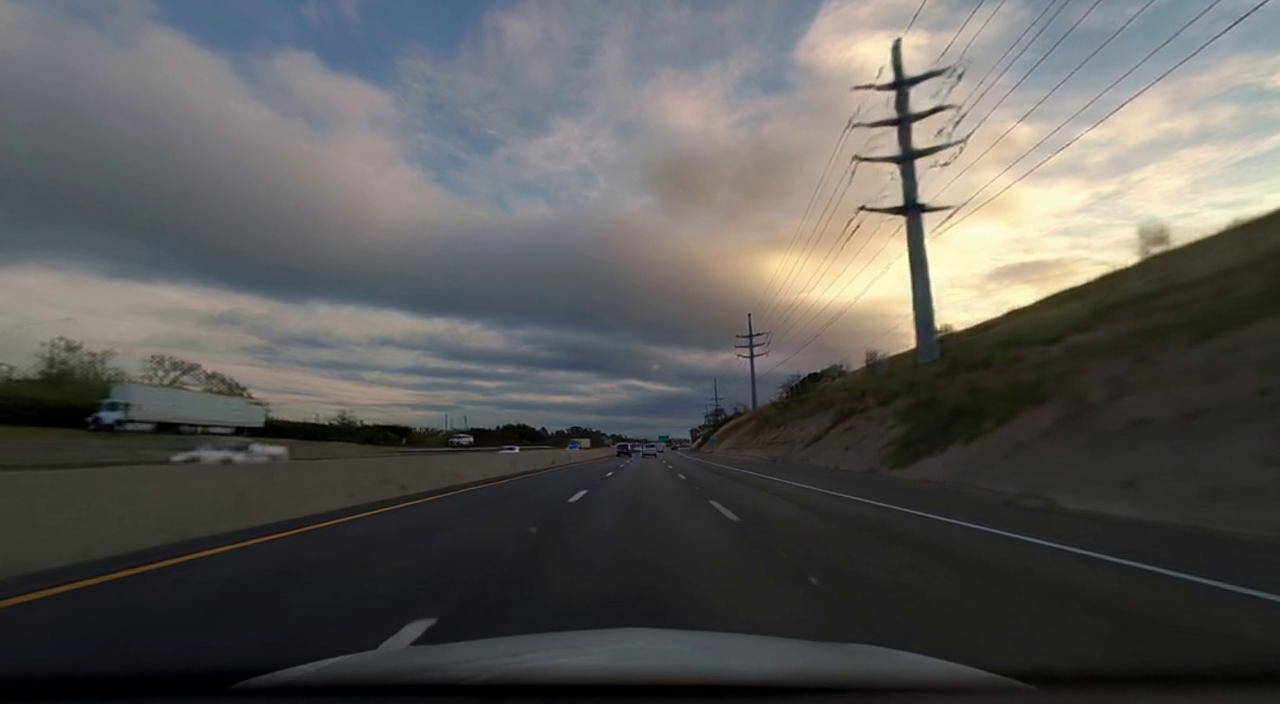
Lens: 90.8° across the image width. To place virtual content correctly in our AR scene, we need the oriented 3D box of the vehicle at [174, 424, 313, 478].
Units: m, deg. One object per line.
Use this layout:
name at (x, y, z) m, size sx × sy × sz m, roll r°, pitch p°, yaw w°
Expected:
vehicle at (-18.825, 4.769, 30.502) m, size 2.382 × 2.331 × 6.448 m, roll 0°, pitch -9°, yaw 1°

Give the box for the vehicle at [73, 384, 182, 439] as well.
vehicle at (-38.598, 4.613, 47.820) m, size 2.911 × 3.794 × 5.923 m, roll -1°, pitch -9°, yaw 3°
